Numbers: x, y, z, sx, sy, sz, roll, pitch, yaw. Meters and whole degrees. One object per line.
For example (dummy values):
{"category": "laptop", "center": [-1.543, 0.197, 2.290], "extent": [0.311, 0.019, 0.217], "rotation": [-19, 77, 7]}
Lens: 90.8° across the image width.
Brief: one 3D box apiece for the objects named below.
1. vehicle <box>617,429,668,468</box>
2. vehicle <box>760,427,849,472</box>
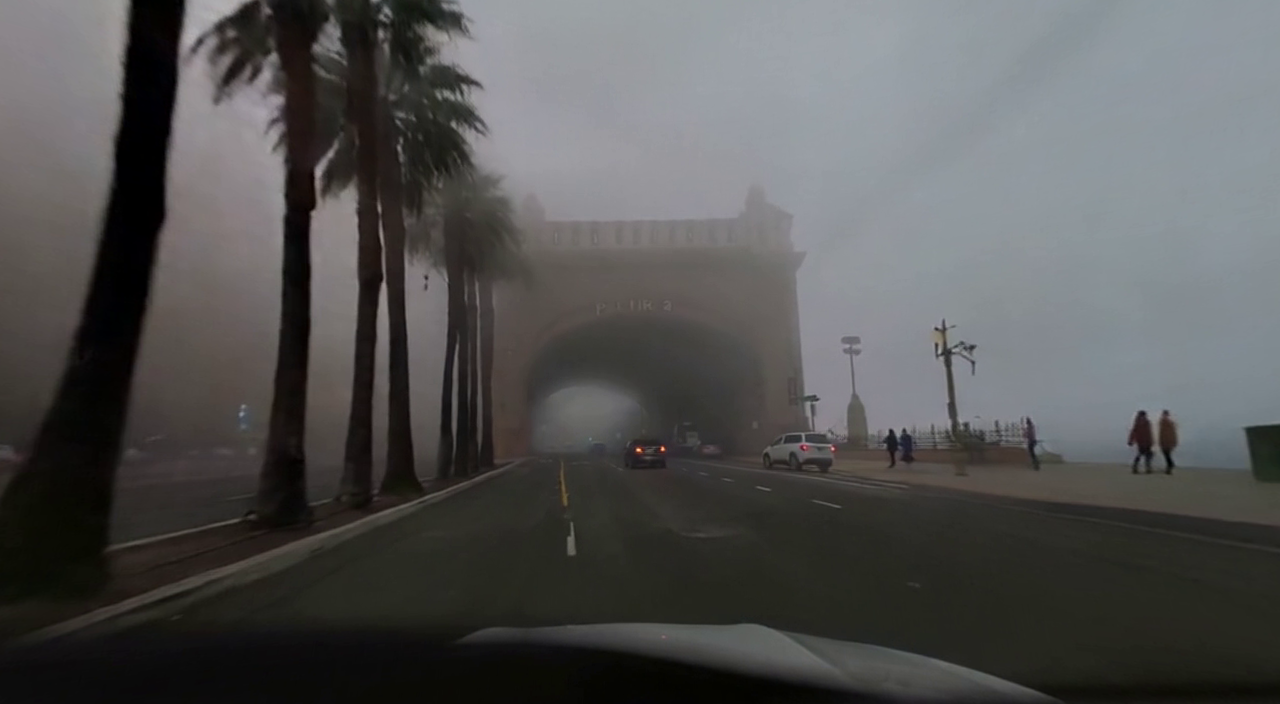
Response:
{"category": "vehicle", "center": [0.010, 5.648, 37.062], "extent": [2.284, 2.010, 6.670], "rotation": [1, -9, -6]}
{"category": "vehicle", "center": [8.205, 4.956, 32.242], "extent": [2.417, 2.030, 5.711], "rotation": [1, -9, -7]}
